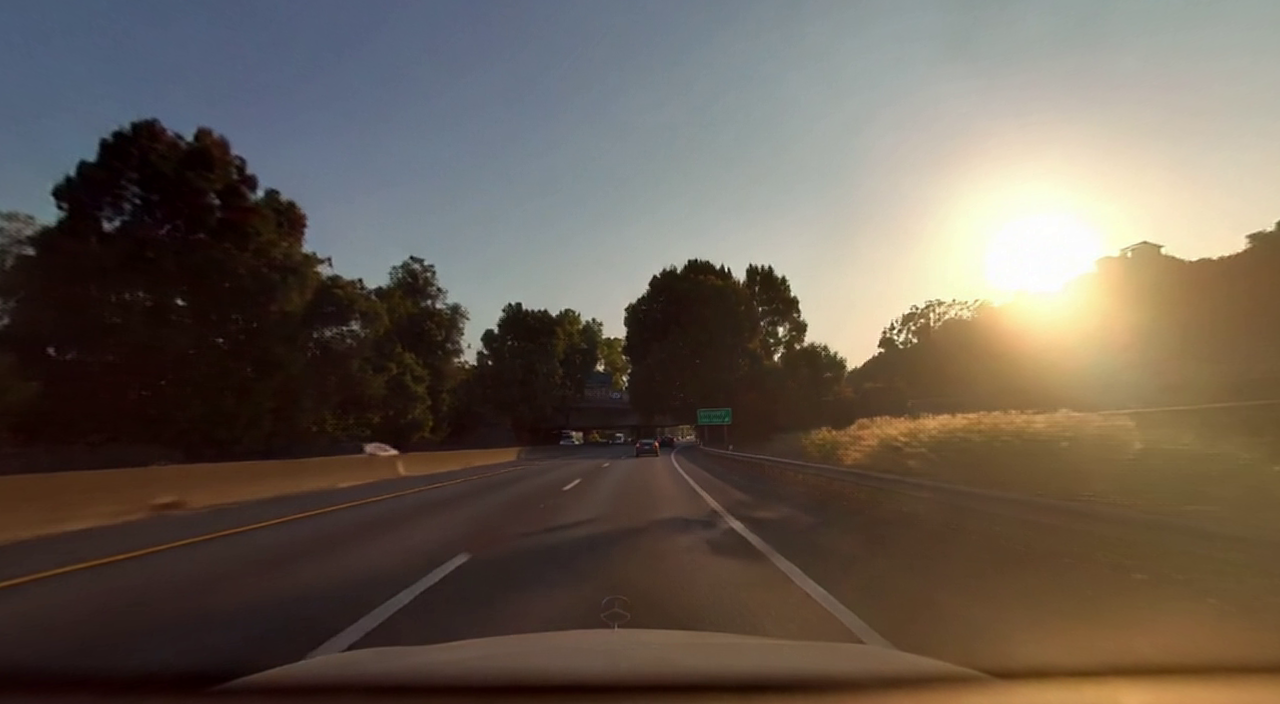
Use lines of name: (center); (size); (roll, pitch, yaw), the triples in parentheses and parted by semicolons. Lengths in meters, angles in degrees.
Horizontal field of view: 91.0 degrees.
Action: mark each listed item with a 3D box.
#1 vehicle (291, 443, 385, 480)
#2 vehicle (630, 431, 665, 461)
vehicle: (-13.632, 4.941, 28.747); (1.937, 1.531, 4.451); (-1, -8, 2)
vehicle: (0.497, 6.260, 41.899); (2.188, 1.825, 4.282); (-1, -8, 1)
